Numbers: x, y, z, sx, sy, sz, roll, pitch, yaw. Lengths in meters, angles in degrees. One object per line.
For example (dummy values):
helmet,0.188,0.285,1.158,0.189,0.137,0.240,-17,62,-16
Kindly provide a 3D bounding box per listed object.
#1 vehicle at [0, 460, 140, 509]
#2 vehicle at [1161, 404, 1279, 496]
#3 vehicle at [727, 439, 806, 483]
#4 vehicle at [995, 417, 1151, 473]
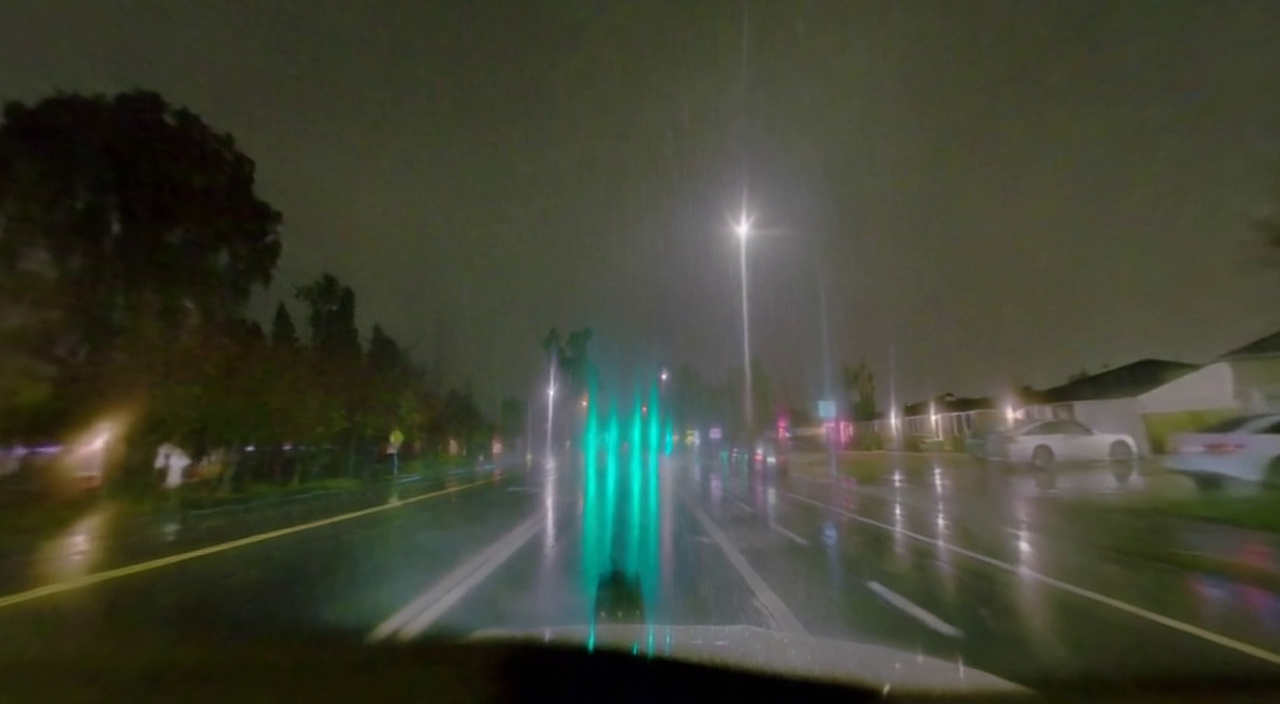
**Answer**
vehicle,-23.196,5.261,25.307,4.466,1.773,2.063,0,-8,-1
vehicle,13.363,1.870,12.259,4.710,1.612,1.999,0,-8,-2
vehicle,4.902,4.291,25.134,1.995,1.553,4.628,0,-9,-2
vehicle,14.599,3.098,21.351,4.268,1.508,1.861,-2,-6,-14
